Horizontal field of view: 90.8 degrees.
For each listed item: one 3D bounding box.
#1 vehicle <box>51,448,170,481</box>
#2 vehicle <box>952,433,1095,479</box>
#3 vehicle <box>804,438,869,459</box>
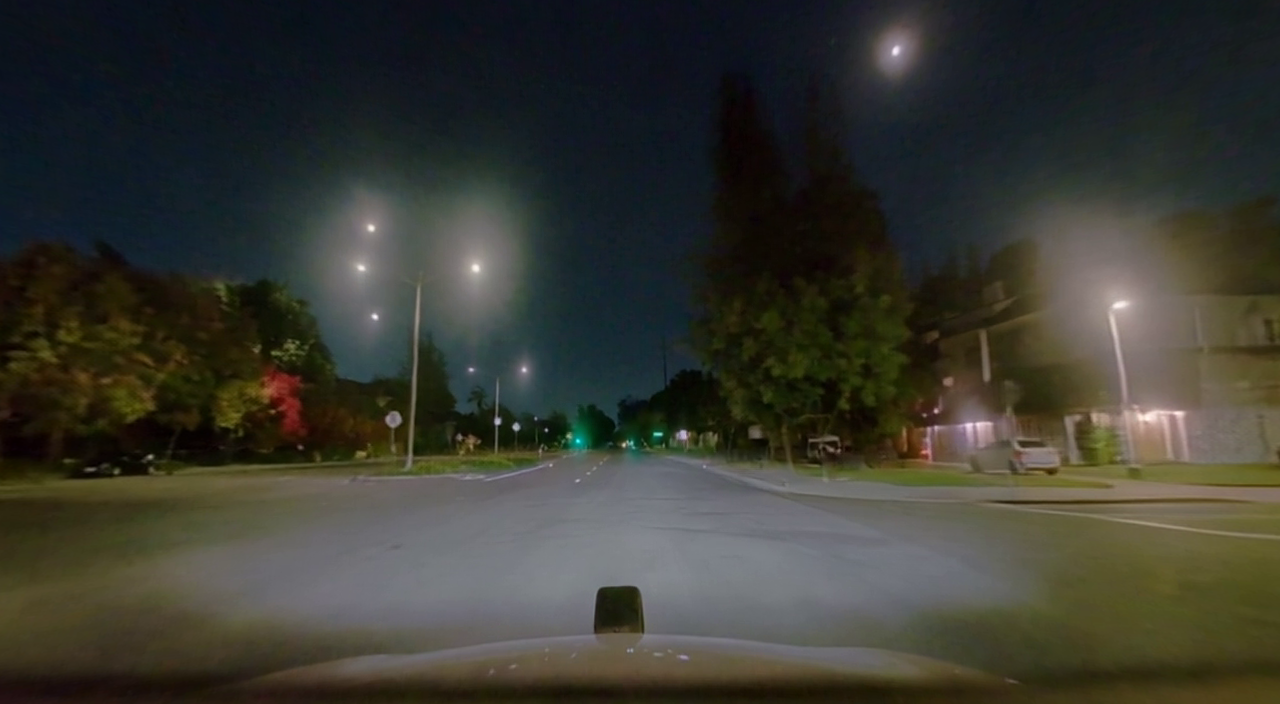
[{"bbox_3d":[-26.172,5.551,31.499,1.828,1.448,4.689,1,-8,1],"label":"vehicle"},{"bbox_3d":[15.089,4.084,25.024,4.268,1.589,2.156,-1,-7,-5],"label":"vehicle"},{"bbox_3d":[14.583,7.217,47.129,4.198,1.561,1.937,0,-10,1],"label":"vehicle"}]
